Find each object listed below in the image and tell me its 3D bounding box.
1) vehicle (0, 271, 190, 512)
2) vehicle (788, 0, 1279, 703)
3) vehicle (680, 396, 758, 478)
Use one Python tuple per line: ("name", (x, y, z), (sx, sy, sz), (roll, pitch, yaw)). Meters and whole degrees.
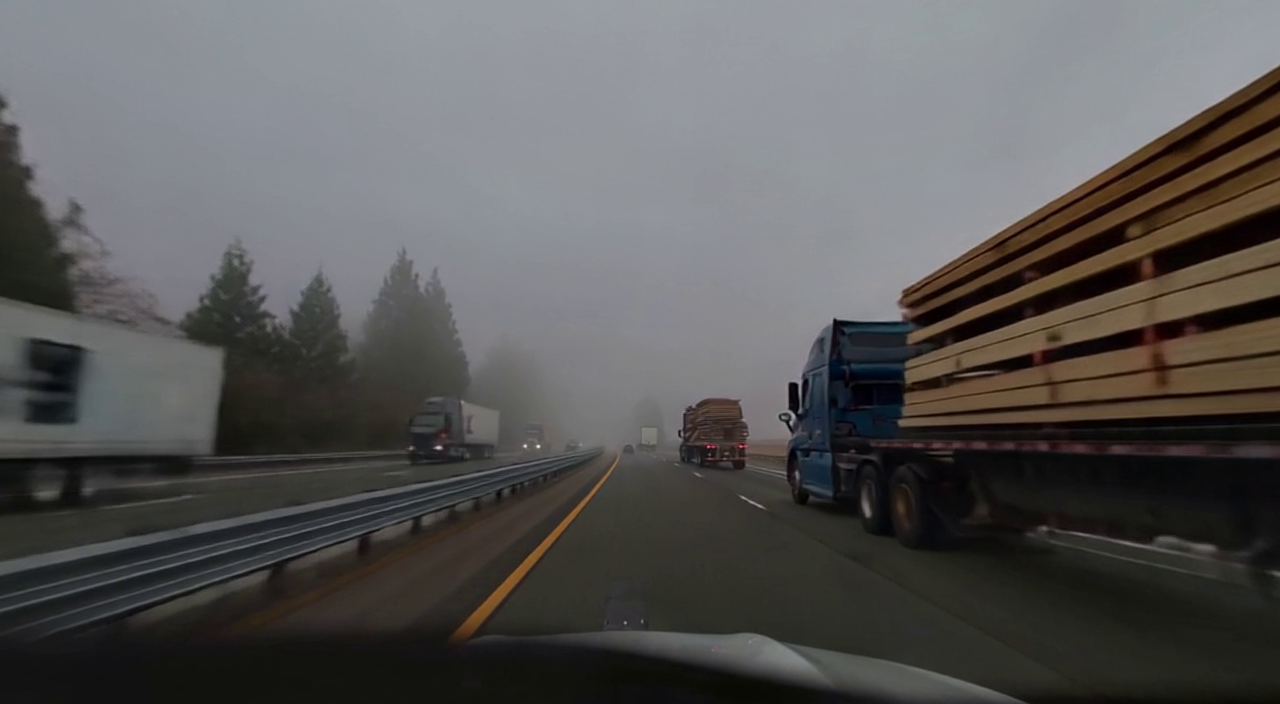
("vehicle", (-12.248, 0.268, 7.956), (2.969, 4.021, 13.849), (0, -9, -1))
("vehicle", (4.724, 0.157, 5.213), (3.024, 4.065, 13.796), (-1, -8, -2))
("vehicle", (4.468, 5.400, 39.543), (3.023, 4.054, 16.882), (0, -8, 1))
